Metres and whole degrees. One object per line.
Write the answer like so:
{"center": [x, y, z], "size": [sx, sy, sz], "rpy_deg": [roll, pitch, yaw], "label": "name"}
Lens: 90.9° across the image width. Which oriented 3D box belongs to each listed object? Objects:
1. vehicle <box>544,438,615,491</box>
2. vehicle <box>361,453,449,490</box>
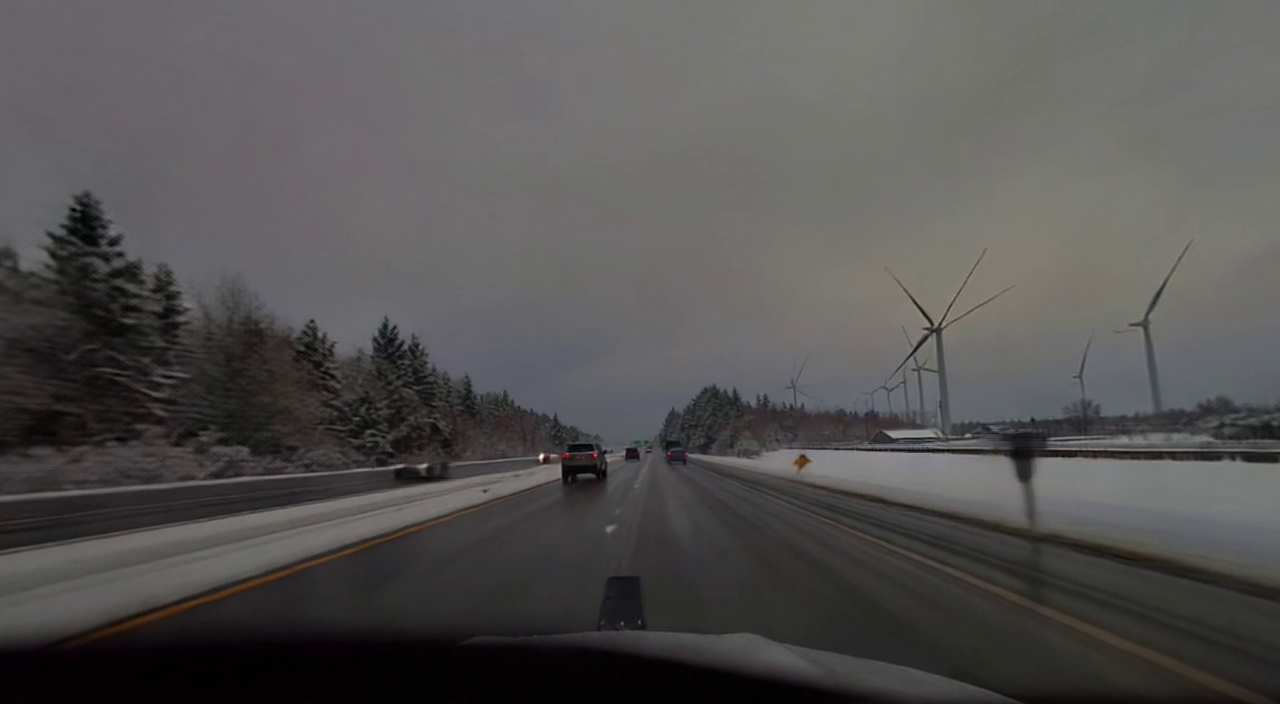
{"center": [-2.052, 3.998, 22.649], "size": [2.038, 1.723, 4.150], "rpy_deg": [-1, -9, 1], "label": "vehicle"}
{"center": [-10.375, 5.289, 28.288], "size": [1.960, 1.495, 4.870], "rpy_deg": [-1, -9, 1], "label": "vehicle"}
